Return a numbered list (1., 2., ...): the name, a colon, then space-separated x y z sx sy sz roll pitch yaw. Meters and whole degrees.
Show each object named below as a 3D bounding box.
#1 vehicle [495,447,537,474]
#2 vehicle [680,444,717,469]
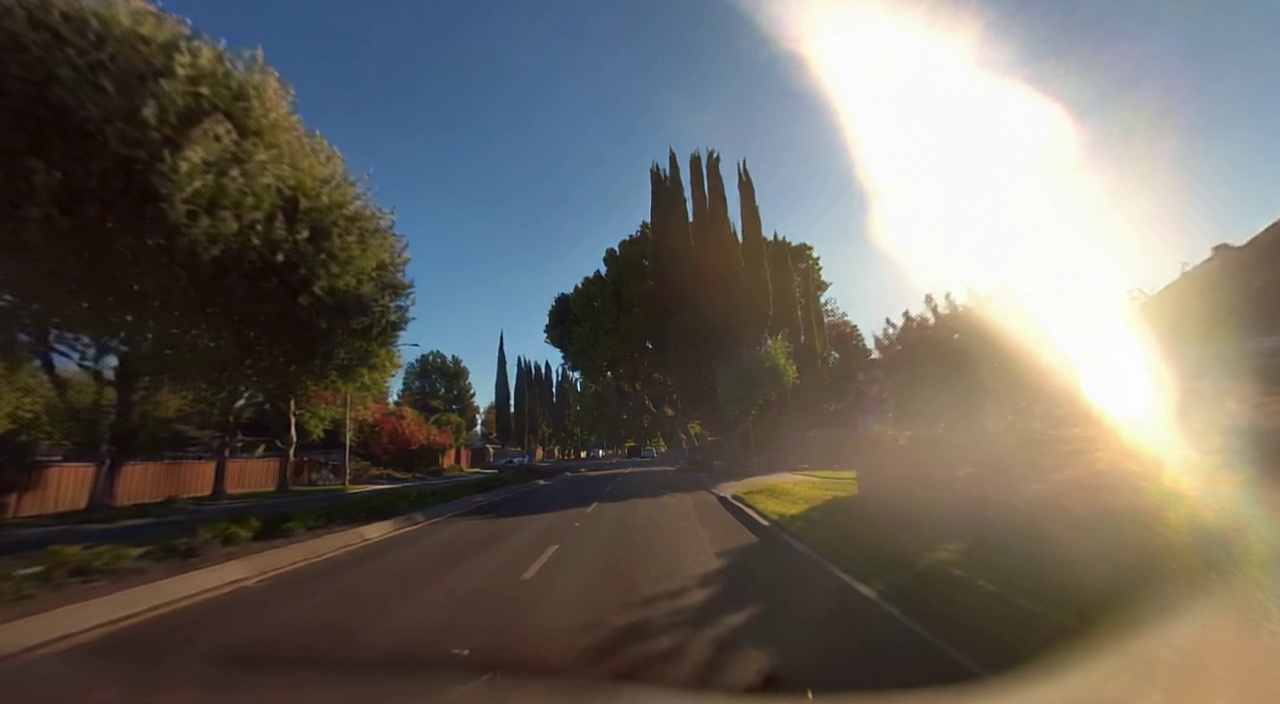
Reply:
1. vehicle: -8.492 7.474 43.521 1.981 1.716 4.315 -1 -8 1
2. vehicle: 3.781 6.867 41.605 2.011 1.507 4.769 0 -8 0
